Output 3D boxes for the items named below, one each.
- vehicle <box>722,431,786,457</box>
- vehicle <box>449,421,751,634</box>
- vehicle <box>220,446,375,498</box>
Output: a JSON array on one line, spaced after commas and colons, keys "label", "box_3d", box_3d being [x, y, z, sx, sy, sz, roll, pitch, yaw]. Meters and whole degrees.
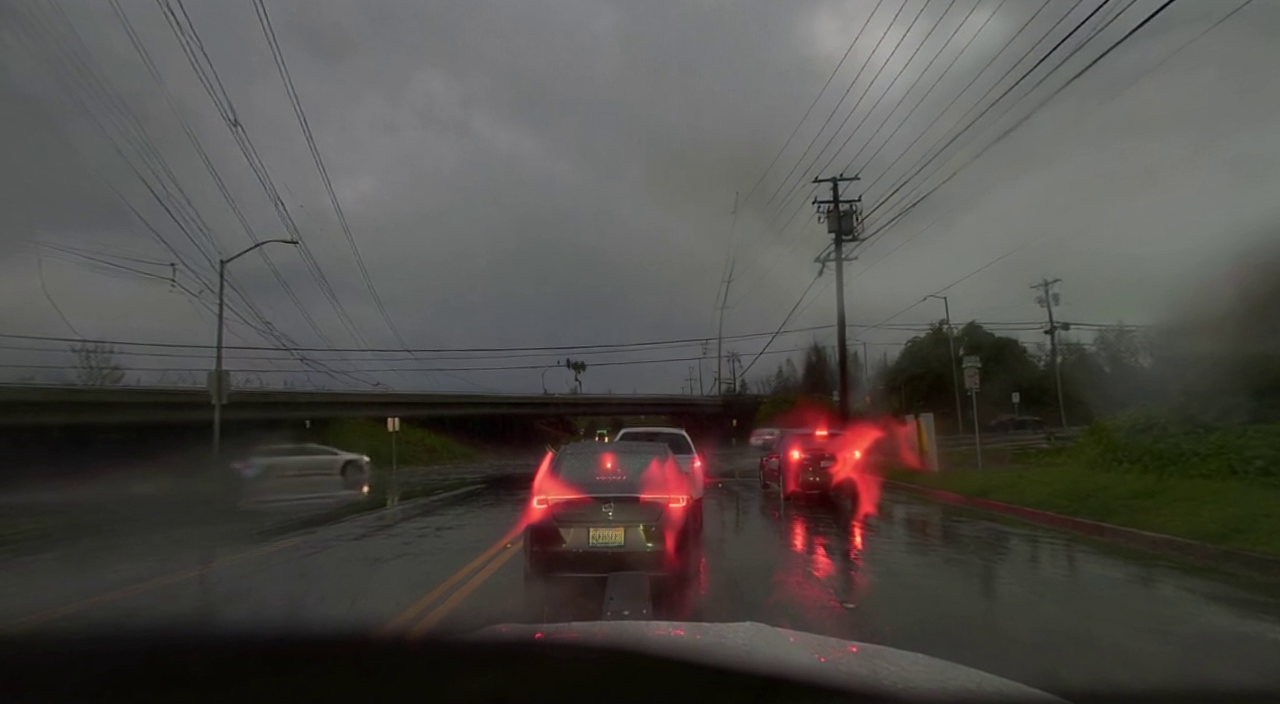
[{"label": "vehicle", "box_3d": [7.938, 6.365, 43.642, 1.986, 1.667, 4.748, -8, -12, 43]}, {"label": "vehicle", "box_3d": [-0.243, 1.527, 6.460, 2.090, 1.458, 4.033, -1, -9, 1]}, {"label": "vehicle", "box_3d": [-12.166, 4.208, 22.620, 4.435, 1.637, 1.901, 8, -12, -44]}]
